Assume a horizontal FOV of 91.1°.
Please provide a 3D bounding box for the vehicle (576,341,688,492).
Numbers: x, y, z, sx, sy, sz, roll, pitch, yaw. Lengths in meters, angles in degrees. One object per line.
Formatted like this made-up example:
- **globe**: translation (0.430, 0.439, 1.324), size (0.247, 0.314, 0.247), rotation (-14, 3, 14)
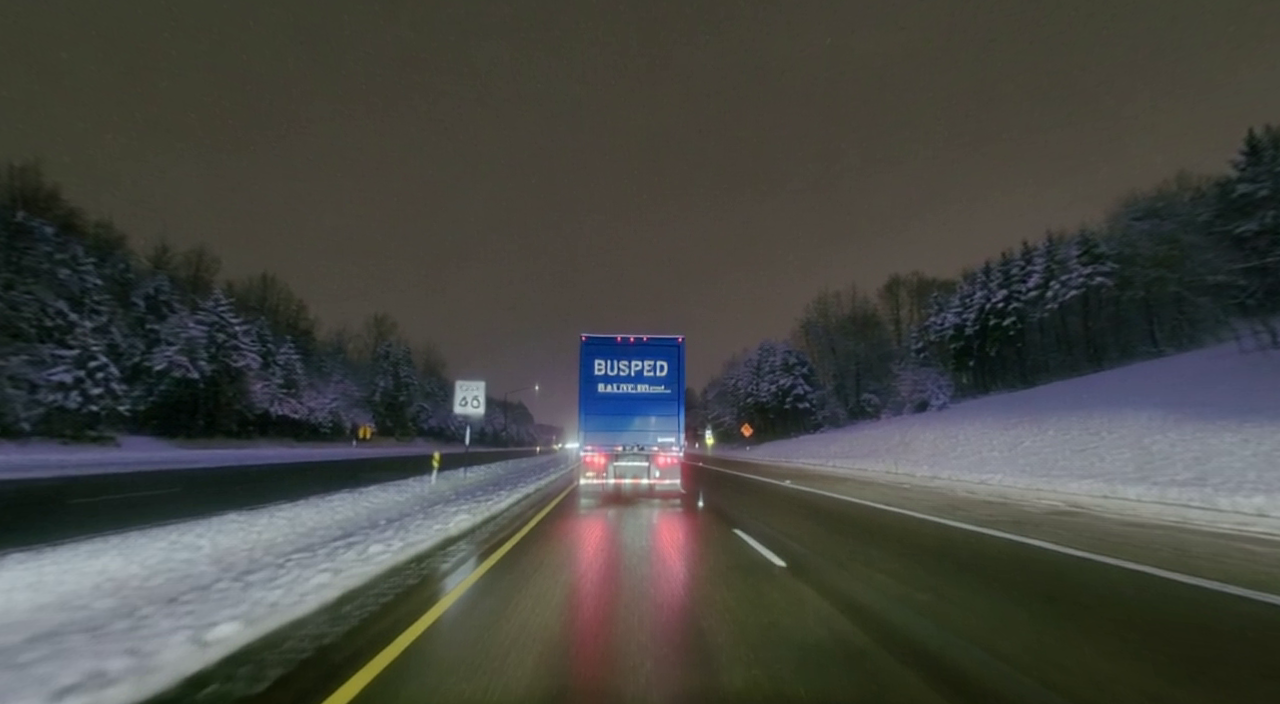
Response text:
- **vehicle**: translation (-0.399, 2.258, 20.639), size (2.870, 3.911, 8.697), rotation (0, -8, -3)
